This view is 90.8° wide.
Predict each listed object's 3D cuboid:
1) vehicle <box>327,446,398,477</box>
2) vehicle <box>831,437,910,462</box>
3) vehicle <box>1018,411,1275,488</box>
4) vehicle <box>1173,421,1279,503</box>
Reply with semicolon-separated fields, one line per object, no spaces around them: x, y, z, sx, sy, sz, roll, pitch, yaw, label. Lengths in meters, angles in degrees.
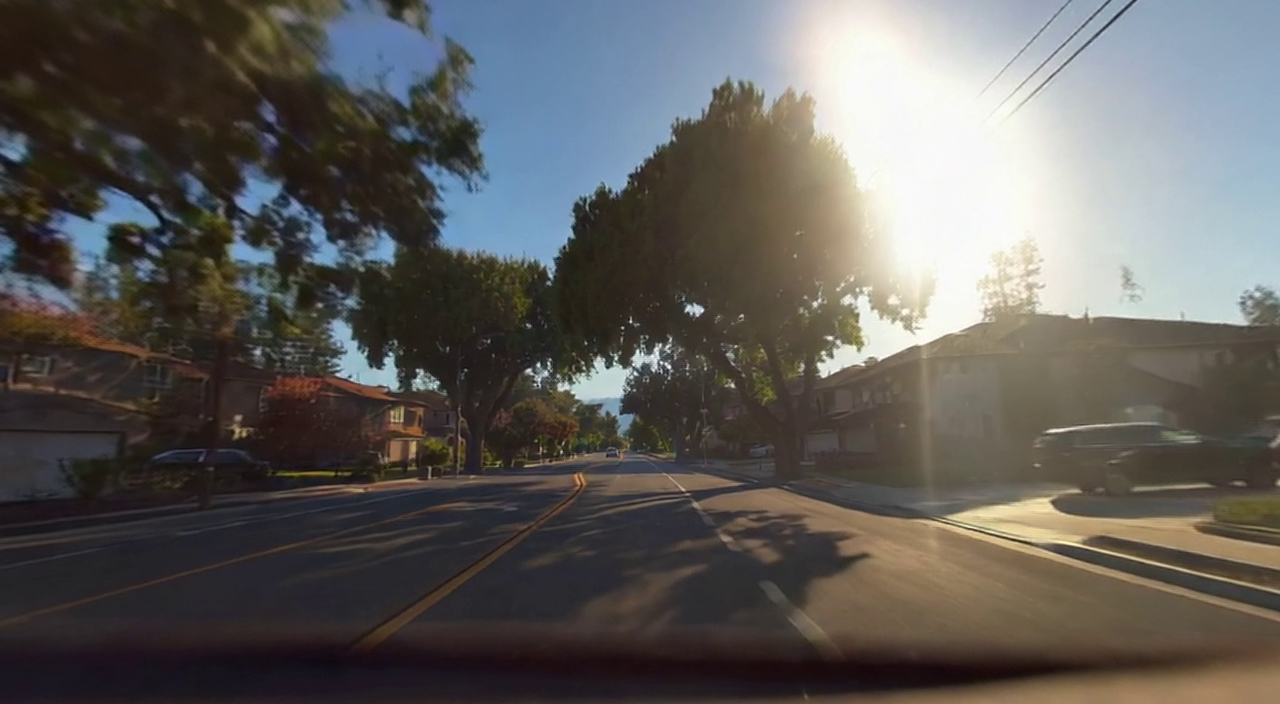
-18.129;7.140;41.605;2.161;1.873;5.514;0;-9;1;vehicle
15.586;6.608;42.916;4.548;1.535;1.882;-2;-9;2;vehicle
13.382;2.642;17.029;4.912;1.895;2.047;-1;-9;6;vehicle
15.149;2.216;13.830;4.752;1.497;2.107;-7;-9;5;vehicle
